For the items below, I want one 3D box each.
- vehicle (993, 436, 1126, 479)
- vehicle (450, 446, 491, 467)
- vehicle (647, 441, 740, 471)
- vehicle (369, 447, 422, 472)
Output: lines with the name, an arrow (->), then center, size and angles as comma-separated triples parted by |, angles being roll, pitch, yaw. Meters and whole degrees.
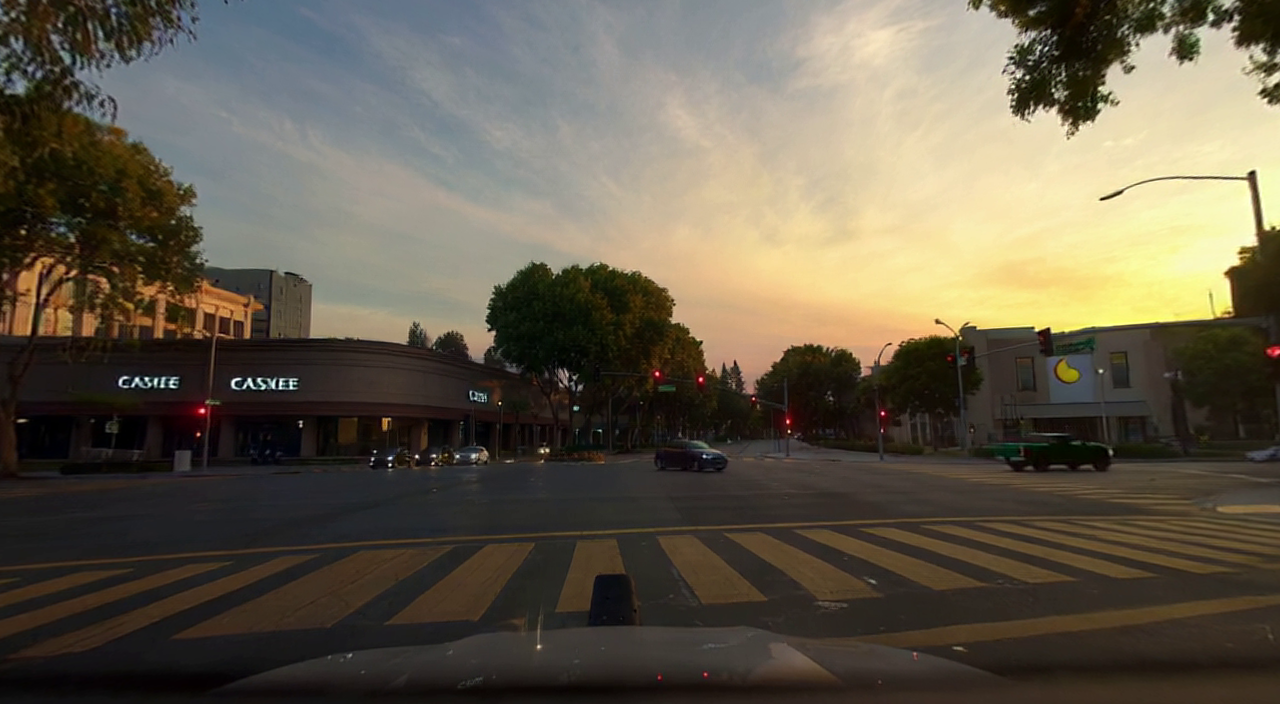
vehicle -> 20.365, 5.069, 30.697 | 5.667, 1.927, 2.289 | 3, -9, -20
vehicle -> -12.605, 7.766, 47.095 | 1.946, 1.474, 4.008 | 0, -9, 0
vehicle -> 2.779, 5.420, 33.019 | 4.457, 1.464, 1.879 | -5, -10, 32
vehicle -> -16.257, 7.142, 42.243 | 1.883, 1.586, 4.297 | 0, -9, 0
